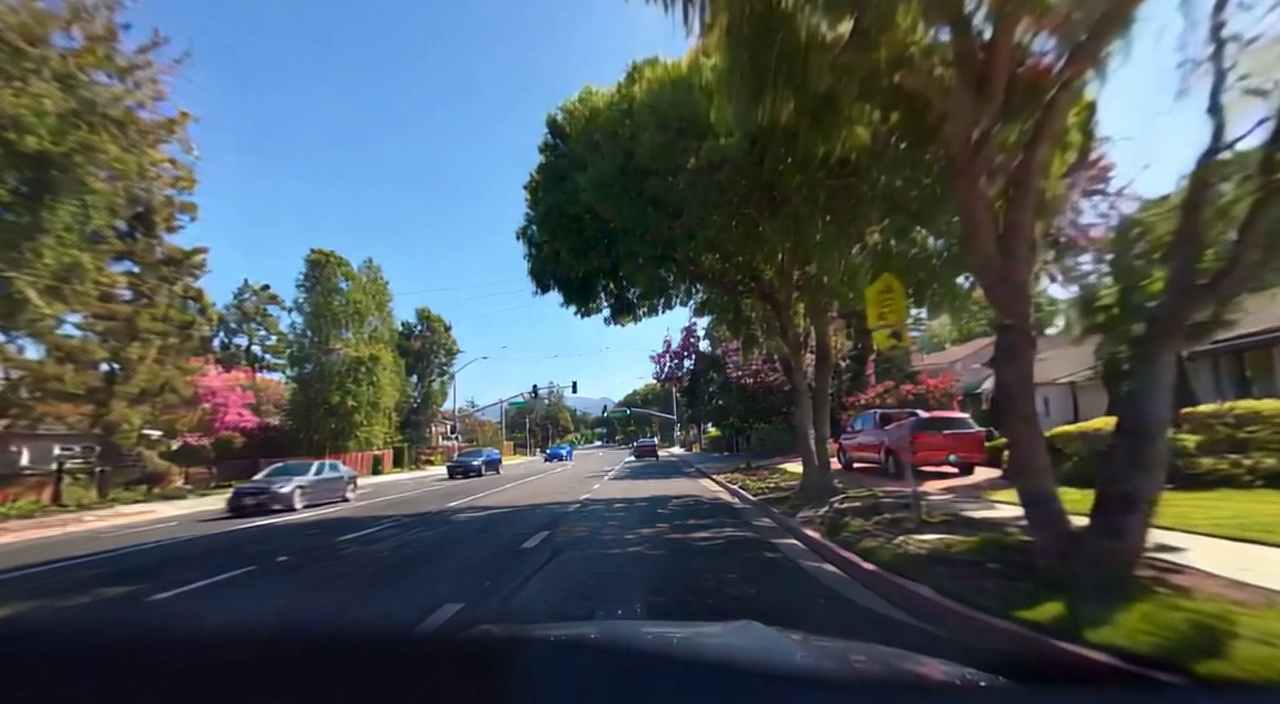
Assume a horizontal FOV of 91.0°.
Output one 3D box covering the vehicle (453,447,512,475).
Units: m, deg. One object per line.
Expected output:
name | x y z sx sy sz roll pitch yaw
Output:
vehicle | -10.269 7.132 41.488 2.297 1.566 4.908 -3 -9 5

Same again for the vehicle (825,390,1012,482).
vehicle | 7.944 2.592 19.104 2.531 2.263 6.802 0 -9 0

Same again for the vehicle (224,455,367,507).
vehicle | -11.803 4.416 22.062 2.176 1.528 4.750 -1 -8 3

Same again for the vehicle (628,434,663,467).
vehicle | 0.339 6.112 39.191 2.059 1.908 4.714 0 -8 0
